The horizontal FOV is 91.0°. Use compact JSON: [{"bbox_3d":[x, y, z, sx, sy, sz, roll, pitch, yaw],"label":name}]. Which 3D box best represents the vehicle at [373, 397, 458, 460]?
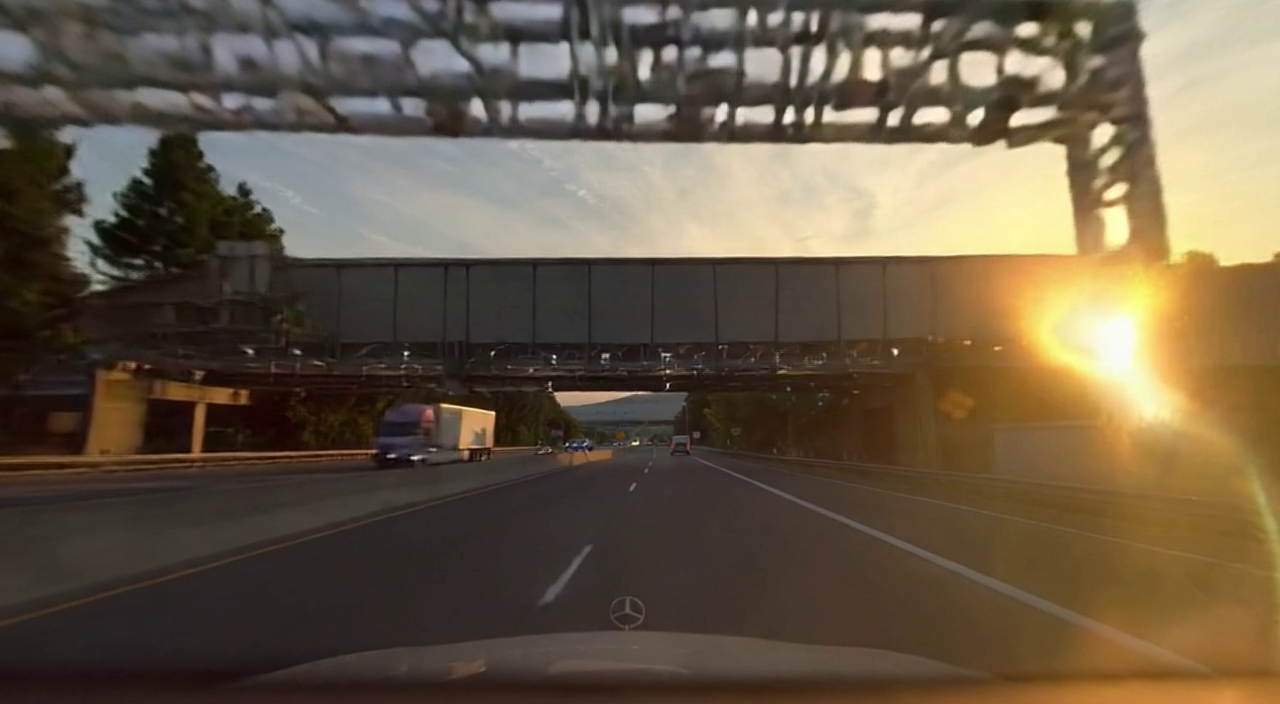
[{"bbox_3d":[-14.893,5.200,42.262,3.314,3.921,5.842,0,-8,2],"label":"vehicle"}]
